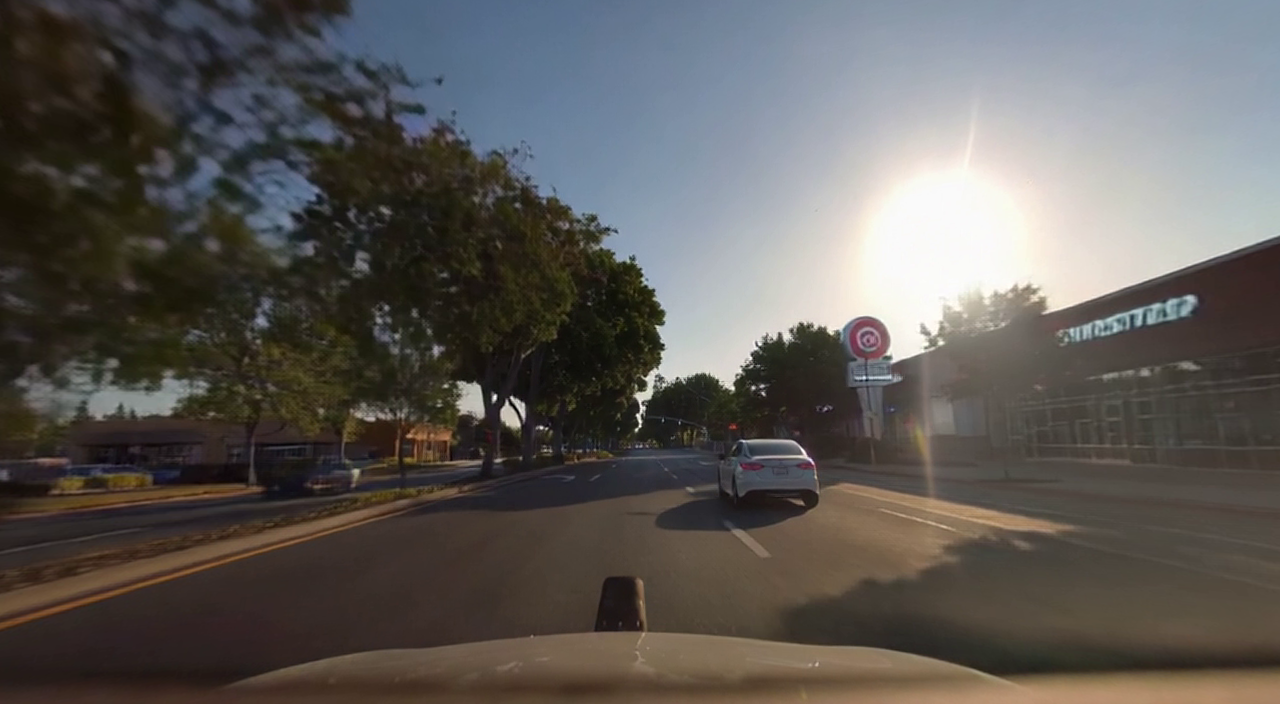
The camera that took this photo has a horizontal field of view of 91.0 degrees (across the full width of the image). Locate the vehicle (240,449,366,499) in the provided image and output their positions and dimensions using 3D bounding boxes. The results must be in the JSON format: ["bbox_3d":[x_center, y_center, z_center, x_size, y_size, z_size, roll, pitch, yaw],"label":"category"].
[{"bbox_3d":[-11.527,4.148,21.903,1.944,1.512,4.278,0,-8,1],"label":"vehicle"}]

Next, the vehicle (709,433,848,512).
[{"bbox_3d":[2.867,2.611,14.140,2.015,1.479,4.444,0,-8,-1],"label":"vehicle"}]
